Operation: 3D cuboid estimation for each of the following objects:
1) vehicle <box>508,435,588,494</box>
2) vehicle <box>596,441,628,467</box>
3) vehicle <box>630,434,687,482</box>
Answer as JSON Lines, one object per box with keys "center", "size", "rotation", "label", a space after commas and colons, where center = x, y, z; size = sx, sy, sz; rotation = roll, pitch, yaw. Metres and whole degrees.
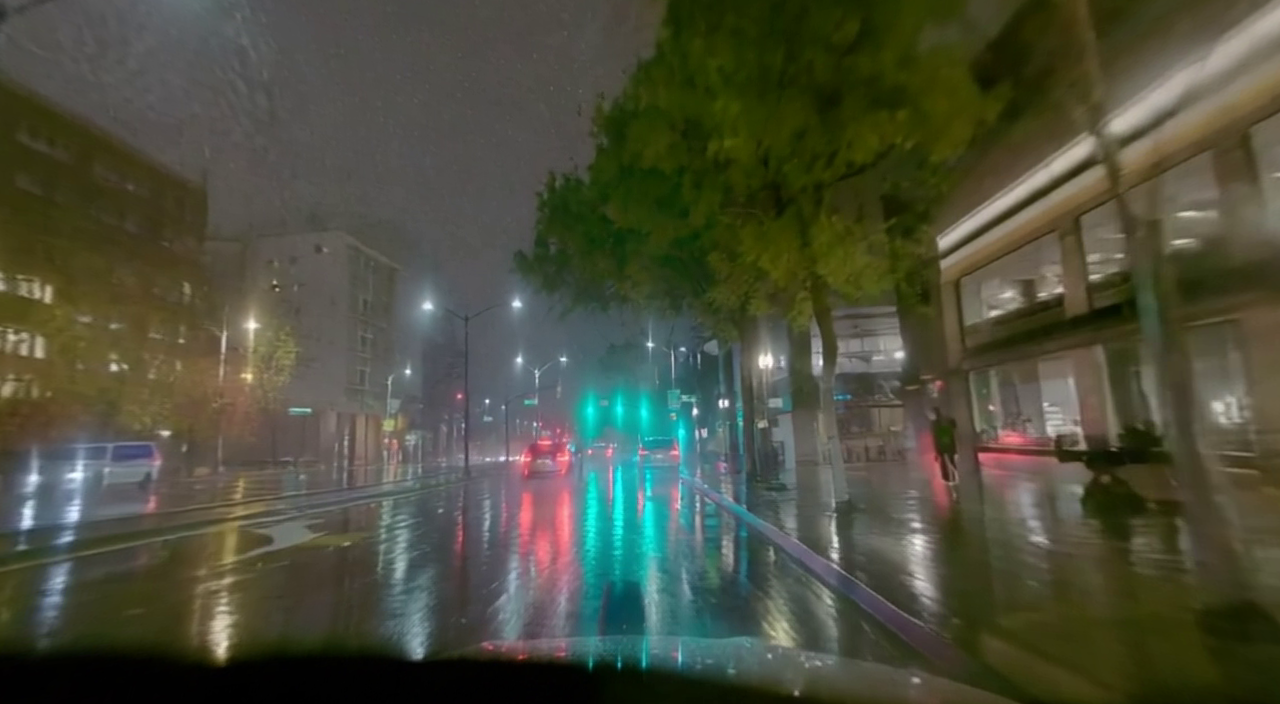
{"center": [-2.906, 3.625, 20.681], "size": [1.940, 1.722, 3.823], "rotation": [0, -8, 2], "label": "vehicle"}
{"center": [-2.107, 7.801, 48.409], "size": [2.220, 1.847, 4.587], "rotation": [0, -8, 0], "label": "vehicle"}
{"center": [0.697, 4.239, 25.415], "size": [2.120, 1.758, 3.917], "rotation": [0, -8, 1], "label": "vehicle"}
